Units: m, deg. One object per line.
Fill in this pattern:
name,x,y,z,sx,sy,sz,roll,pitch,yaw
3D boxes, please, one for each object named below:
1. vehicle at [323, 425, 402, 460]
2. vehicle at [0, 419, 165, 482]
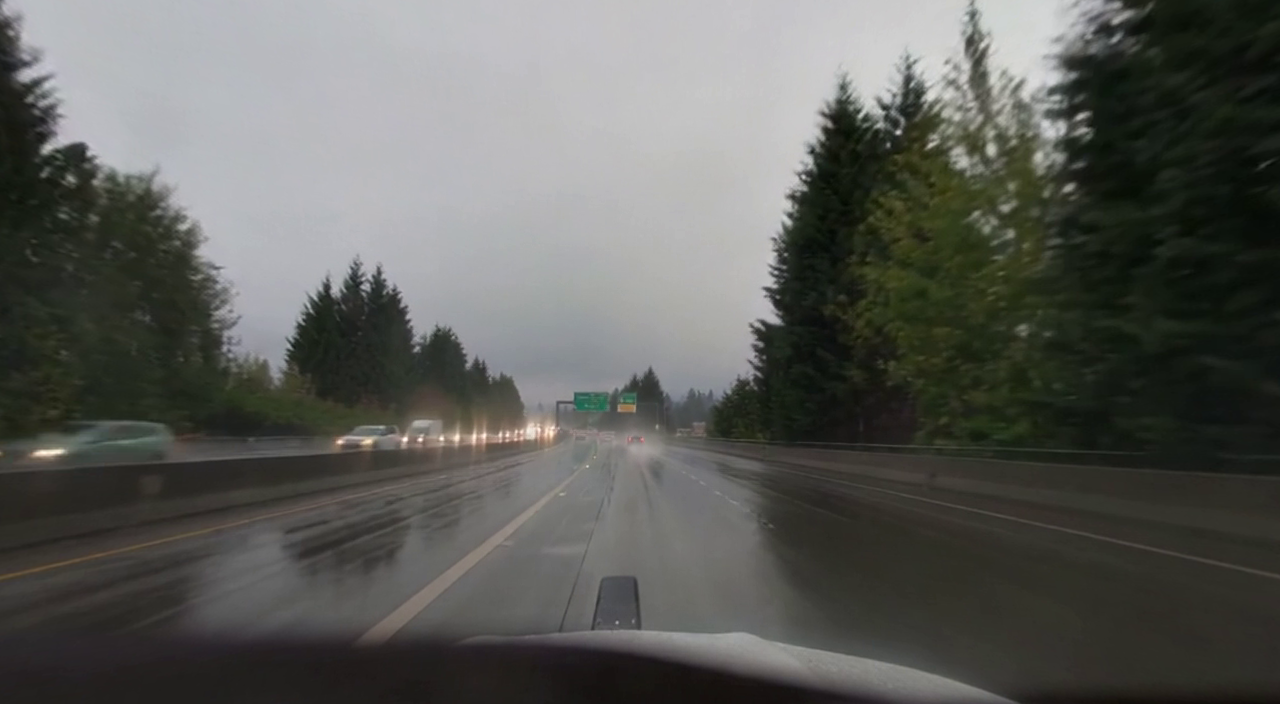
vehicle,-13.240,4.341,30.360,1.881,1.508,4.599,-1,-8,-2
vehicle,-15.608,2.617,17.077,1.951,1.470,4.535,0,-8,-1
